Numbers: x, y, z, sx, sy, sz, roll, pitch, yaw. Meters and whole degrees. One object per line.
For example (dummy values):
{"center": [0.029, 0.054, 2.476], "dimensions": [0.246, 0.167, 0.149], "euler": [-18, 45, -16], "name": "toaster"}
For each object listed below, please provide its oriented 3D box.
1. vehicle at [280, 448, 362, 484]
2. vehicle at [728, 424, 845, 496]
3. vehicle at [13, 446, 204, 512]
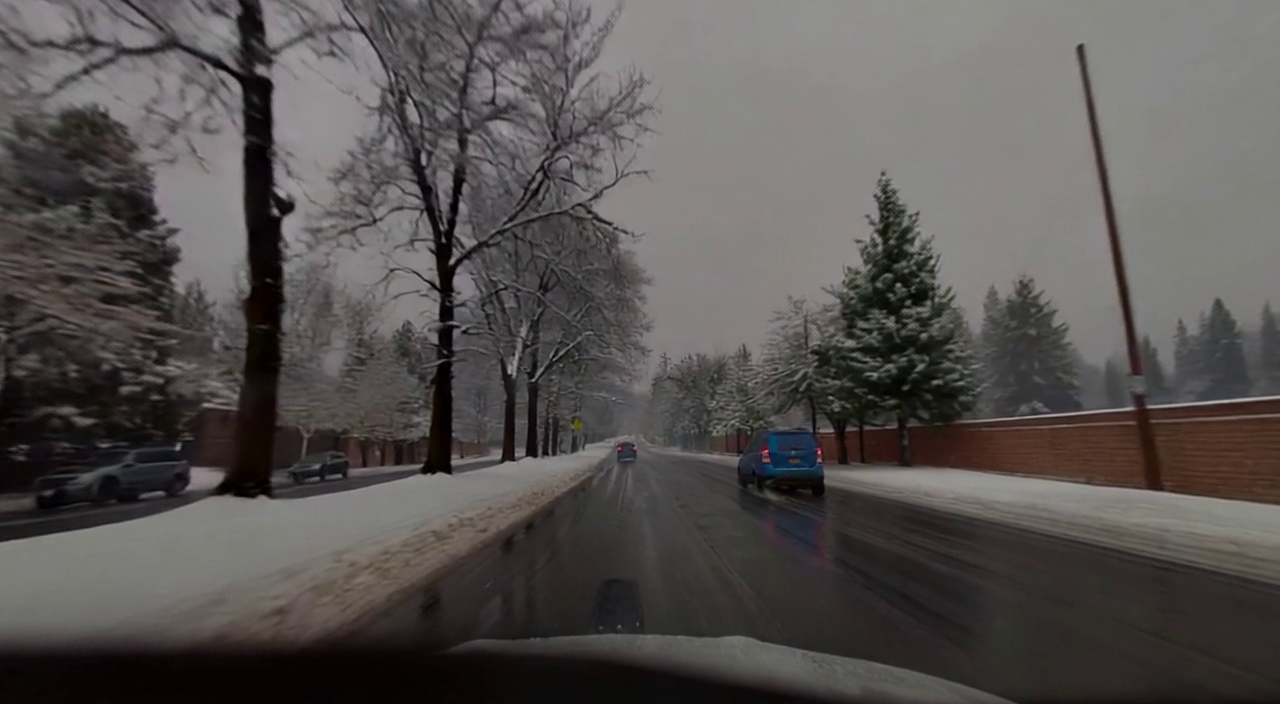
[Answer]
{"center": [-17.161, 6.120, 34.310], "dimensions": [1.983, 1.786, 4.756], "euler": [-1, -8, 0], "name": "vehicle"}
{"center": [3.970, 3.025, 18.010], "dimensions": [2.155, 1.752, 4.456], "euler": [0, -8, -1], "name": "vehicle"}
{"center": [-17.535, 4.143, 21.313], "dimensions": [2.075, 1.909, 5.064], "euler": [0, -8, -1], "name": "vehicle"}
